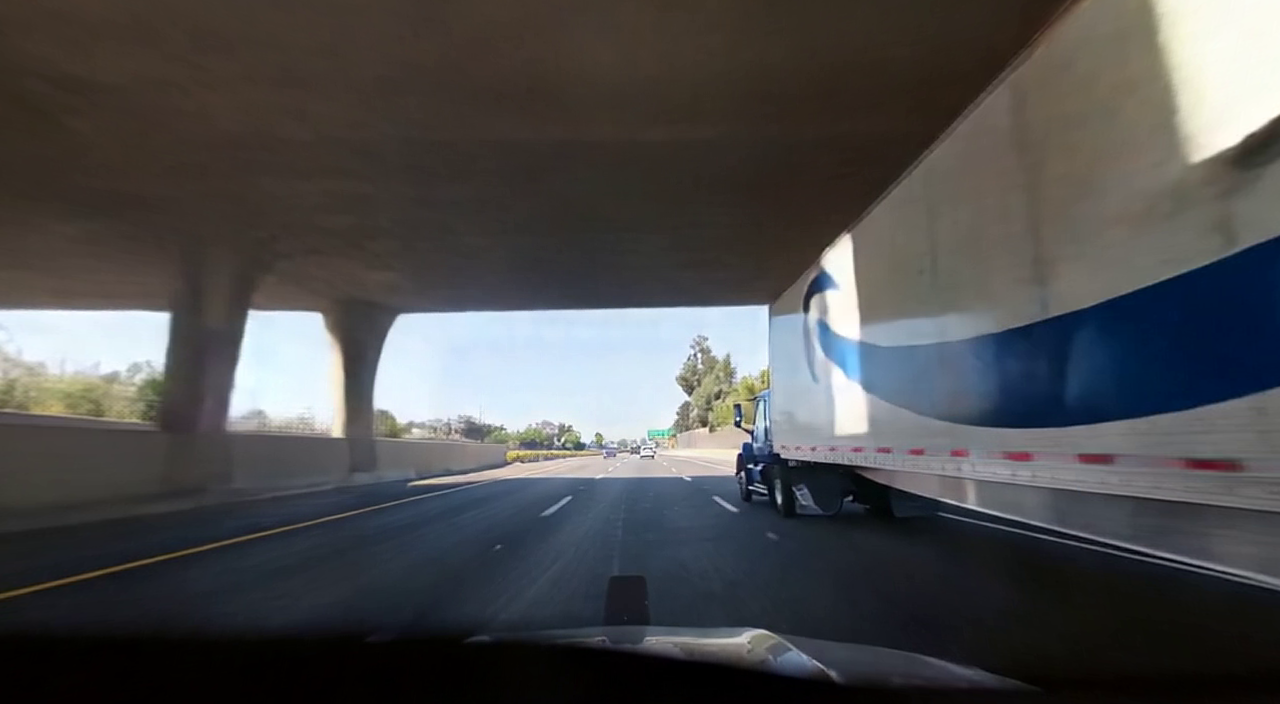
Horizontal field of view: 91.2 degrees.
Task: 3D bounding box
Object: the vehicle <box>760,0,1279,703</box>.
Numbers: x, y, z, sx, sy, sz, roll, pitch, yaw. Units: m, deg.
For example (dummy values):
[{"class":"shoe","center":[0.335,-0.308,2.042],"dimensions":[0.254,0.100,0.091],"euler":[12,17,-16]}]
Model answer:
[{"class":"vehicle","center":[4.040,0.048,4.781],"dimensions":[2.928,4.021,17.190],"euler":[0,-9,0]}]
